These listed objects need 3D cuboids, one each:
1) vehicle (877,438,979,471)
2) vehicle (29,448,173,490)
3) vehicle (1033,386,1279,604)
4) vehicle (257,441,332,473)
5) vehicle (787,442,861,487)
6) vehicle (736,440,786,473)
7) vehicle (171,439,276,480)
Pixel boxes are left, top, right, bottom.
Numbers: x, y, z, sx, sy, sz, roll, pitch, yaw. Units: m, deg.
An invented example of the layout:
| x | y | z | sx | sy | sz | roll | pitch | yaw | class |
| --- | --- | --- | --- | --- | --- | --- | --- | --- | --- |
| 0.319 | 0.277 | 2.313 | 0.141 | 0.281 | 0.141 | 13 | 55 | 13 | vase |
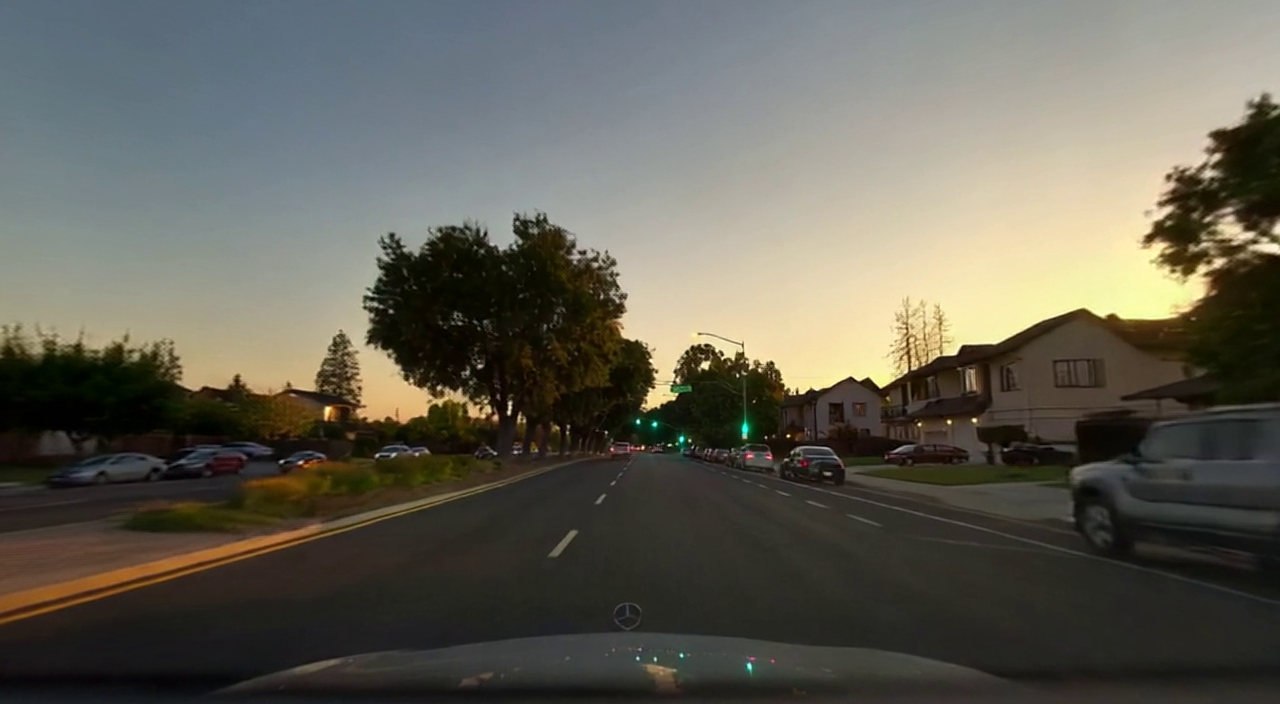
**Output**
| x | y | z | sx | sy | sz | roll | pitch | yaw | class |
| --- | --- | --- | --- | --- | --- | --- | --- | --- | --- |
| 15.708 | 5.609 | 34.448 | 4.554 | 1.727 | 2.085 | 0 | -9 | 4 | vehicle |
| -21.056 | 4.554 | 24.806 | 1.910 | 1.493 | 4.190 | 0 | -9 | 0 | vehicle |
| 7.351 | 1.516 | 6.897 | 2.306 | 2.088 | 5.571 | 1 | -9 | -1 | vehicle |
| -20.784 | 6.332 | 38.009 | 1.901 | 1.785 | 4.676 | 0 | -9 | 0 | vehicle |
| 7.543 | 4.628 | 26.237 | 1.910 | 1.686 | 4.399 | 0 | -9 | 2 | vehicle |
| 7.427 | 6.475 | 39.076 | 2.032 | 1.844 | 4.964 | 1 | -9 | -1 | vehicle |
| -20.831 | 5.380 | 31.713 | 1.990 | 1.844 | 4.902 | 0 | -9 | -1 | vehicle |
